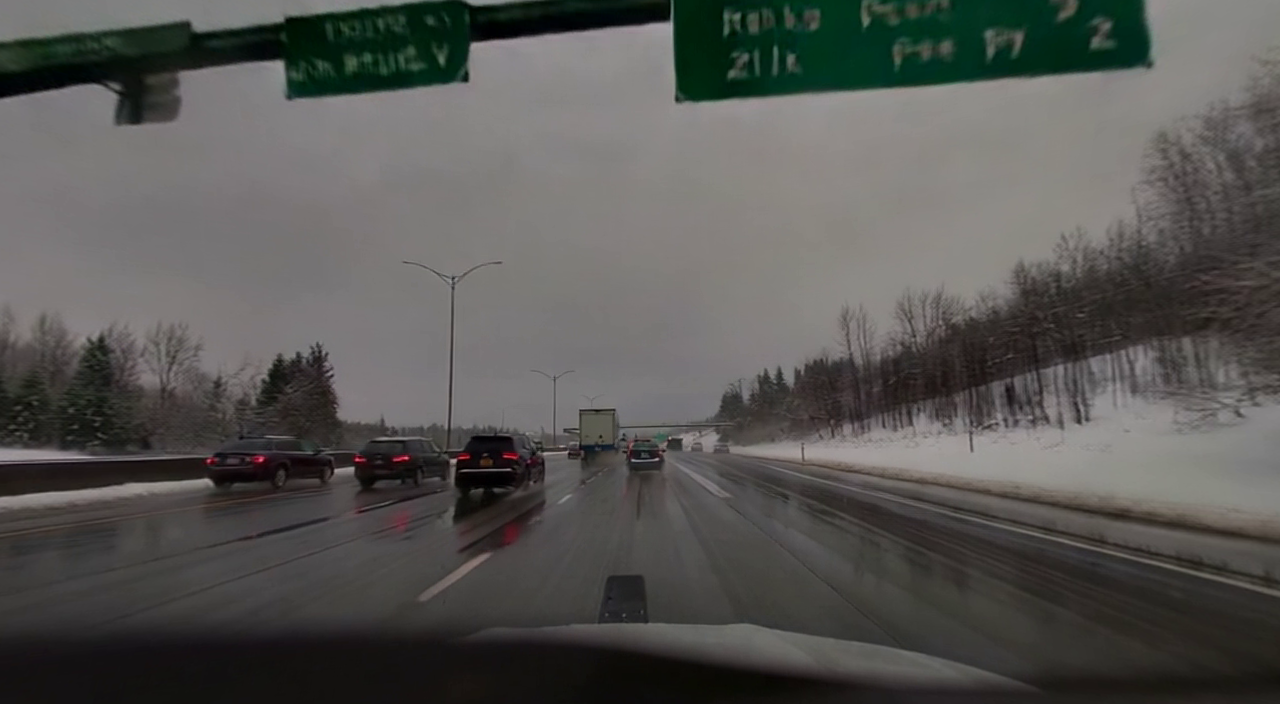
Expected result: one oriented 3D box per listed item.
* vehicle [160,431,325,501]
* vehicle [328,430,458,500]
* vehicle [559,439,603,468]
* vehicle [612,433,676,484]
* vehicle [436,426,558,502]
[{"bbox_3d":[-11.146,3.206,18.148,1.871,1.747,4.342,0,-8,0],"label":"vehicle"},{"bbox_3d":[-6.934,3.198,18.283,1.998,1.770,4.222,0,-8,1],"label":"vehicle"},{"bbox_3d":[-3.567,6.263,39.124,2.243,1.683,4.178,0,-8,1],"label":"vehicle"},{"bbox_3d":[0.166,3.891,23.322,2.180,1.716,3.920,0,-8,1],"label":"vehicle"},{"bbox_3d":[-3.695,2.986,17.224,2.125,1.792,4.466,0,-8,2],"label":"vehicle"}]
